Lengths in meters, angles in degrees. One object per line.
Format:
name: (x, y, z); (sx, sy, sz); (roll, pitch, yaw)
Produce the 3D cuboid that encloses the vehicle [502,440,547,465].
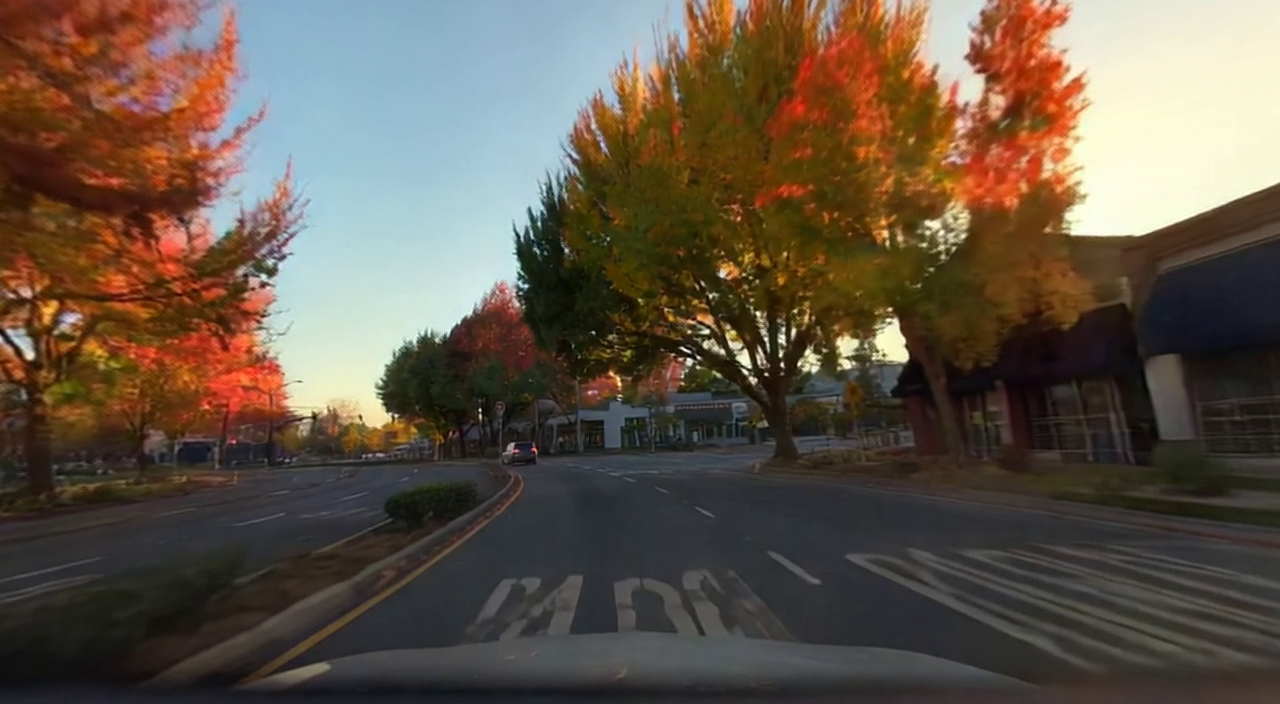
vehicle: (-7.582, 6.533, 41.080); (2.018, 1.512, 4.304); (3, -9, -22)
